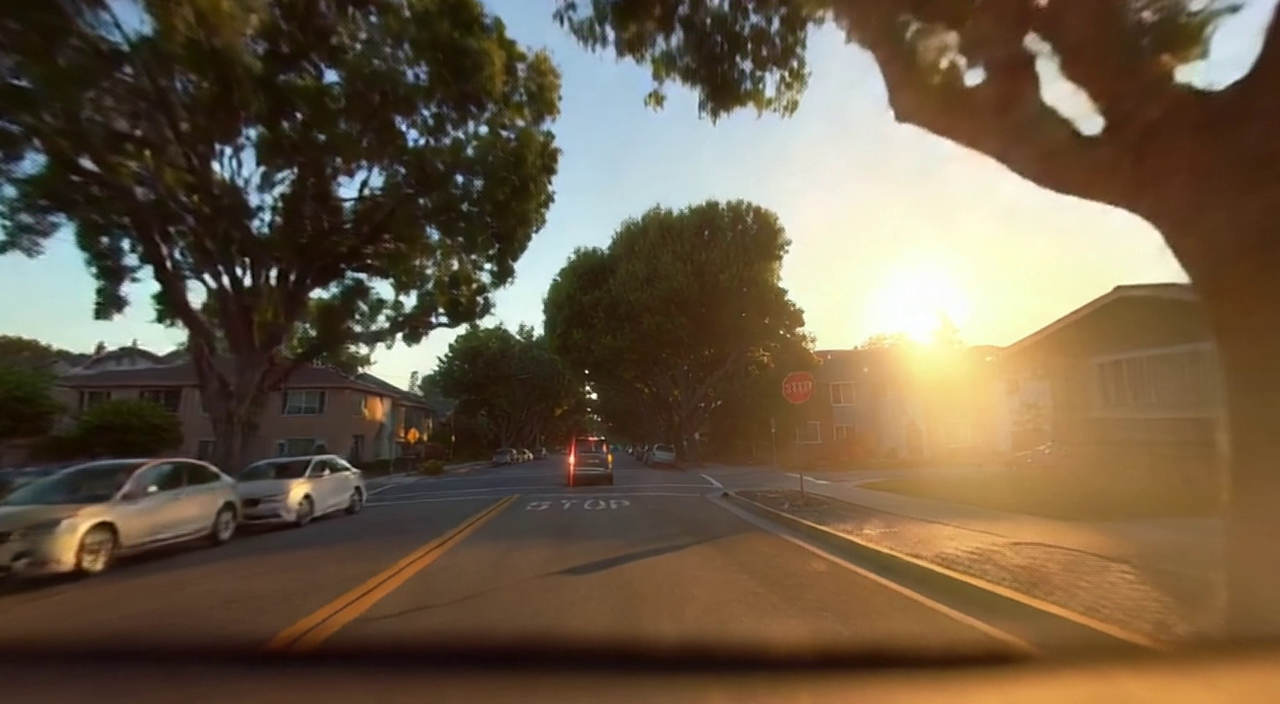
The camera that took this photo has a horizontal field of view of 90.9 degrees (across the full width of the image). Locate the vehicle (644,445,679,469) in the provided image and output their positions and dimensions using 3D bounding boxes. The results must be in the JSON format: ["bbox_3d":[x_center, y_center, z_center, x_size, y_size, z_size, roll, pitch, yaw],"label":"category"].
[{"bbox_3d":[1.474,7.425,44.786,1.987,1.608,3.883,1,-9,-5],"label":"vehicle"}]

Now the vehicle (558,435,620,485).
[{"bbox_3d":[-1.908,4.115,24.246,2.172,1.722,4.201,1,-9,-3],"label":"vehicle"}]

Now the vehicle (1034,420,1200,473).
[{"bbox_3d":[18.337,3.640,24.408,4.817,1.881,2.002,1,-8,-2],"label":"vehicle"}]

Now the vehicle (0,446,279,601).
[{"bbox_3d":[-6.953,2.114,8.511,1.975,1.515,4.179,-2,-9,-5],"label":"vehicle"}]
